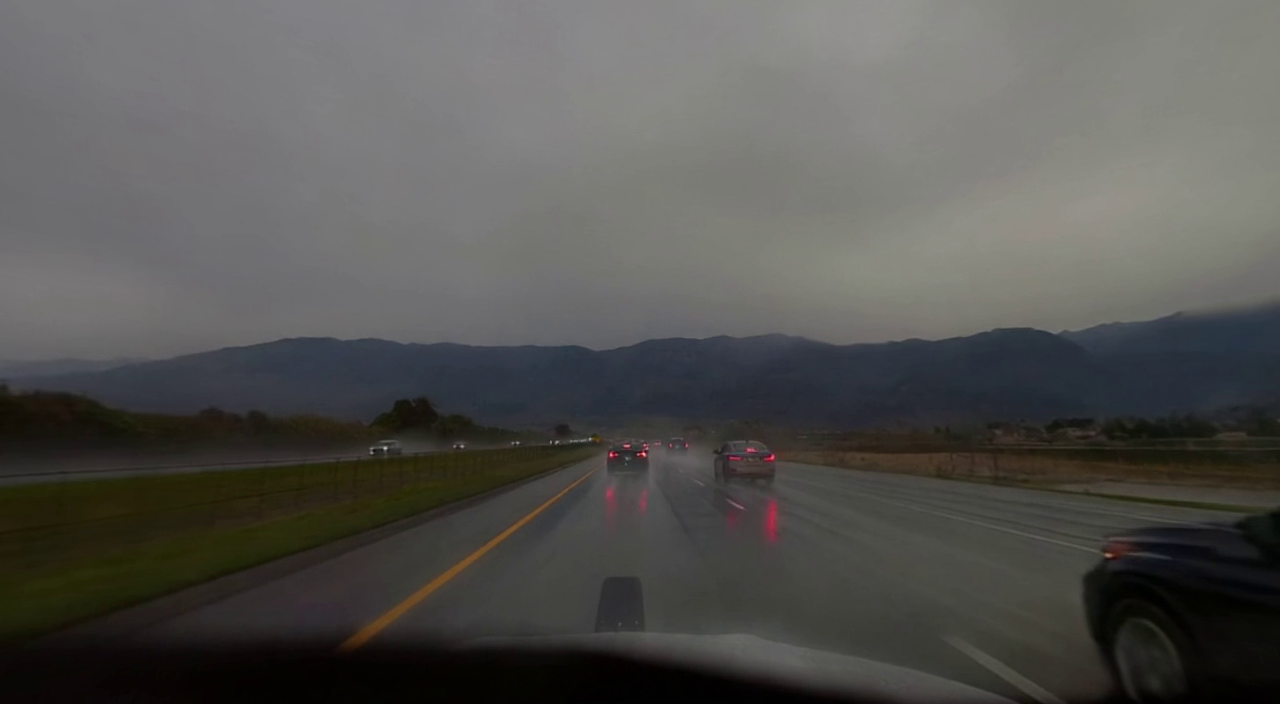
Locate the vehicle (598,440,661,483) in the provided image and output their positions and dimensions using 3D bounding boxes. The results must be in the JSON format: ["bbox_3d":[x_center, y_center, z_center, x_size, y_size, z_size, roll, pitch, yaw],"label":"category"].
[{"bbox_3d":[-0.349,3.956,23.027,2.085,1.449,3.860,0,-9,0],"label":"vehicle"}]

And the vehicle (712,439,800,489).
[{"bbox_3d":[3.682,3.635,20.778,1.957,1.447,4.241,0,-9,-2],"label":"vehicle"}]

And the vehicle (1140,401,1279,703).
[{"bbox_3d":[3.929,0.769,1.473,1.949,1.493,4.272,0,-9,-1],"label":"vehicle"}]
